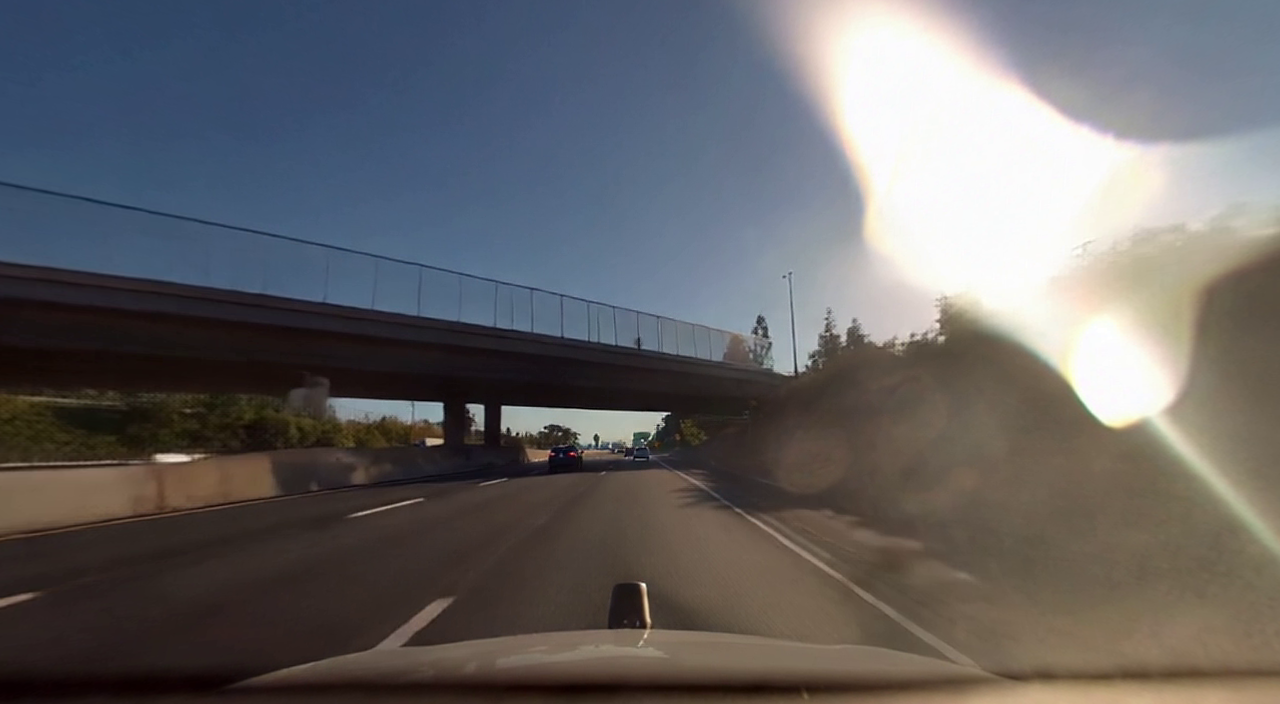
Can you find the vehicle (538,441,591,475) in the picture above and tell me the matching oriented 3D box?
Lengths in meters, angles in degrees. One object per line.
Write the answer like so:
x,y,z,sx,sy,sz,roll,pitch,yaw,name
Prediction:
-4.153,5.947,35.705,2.272,1.759,5.058,0,-9,1,vehicle
